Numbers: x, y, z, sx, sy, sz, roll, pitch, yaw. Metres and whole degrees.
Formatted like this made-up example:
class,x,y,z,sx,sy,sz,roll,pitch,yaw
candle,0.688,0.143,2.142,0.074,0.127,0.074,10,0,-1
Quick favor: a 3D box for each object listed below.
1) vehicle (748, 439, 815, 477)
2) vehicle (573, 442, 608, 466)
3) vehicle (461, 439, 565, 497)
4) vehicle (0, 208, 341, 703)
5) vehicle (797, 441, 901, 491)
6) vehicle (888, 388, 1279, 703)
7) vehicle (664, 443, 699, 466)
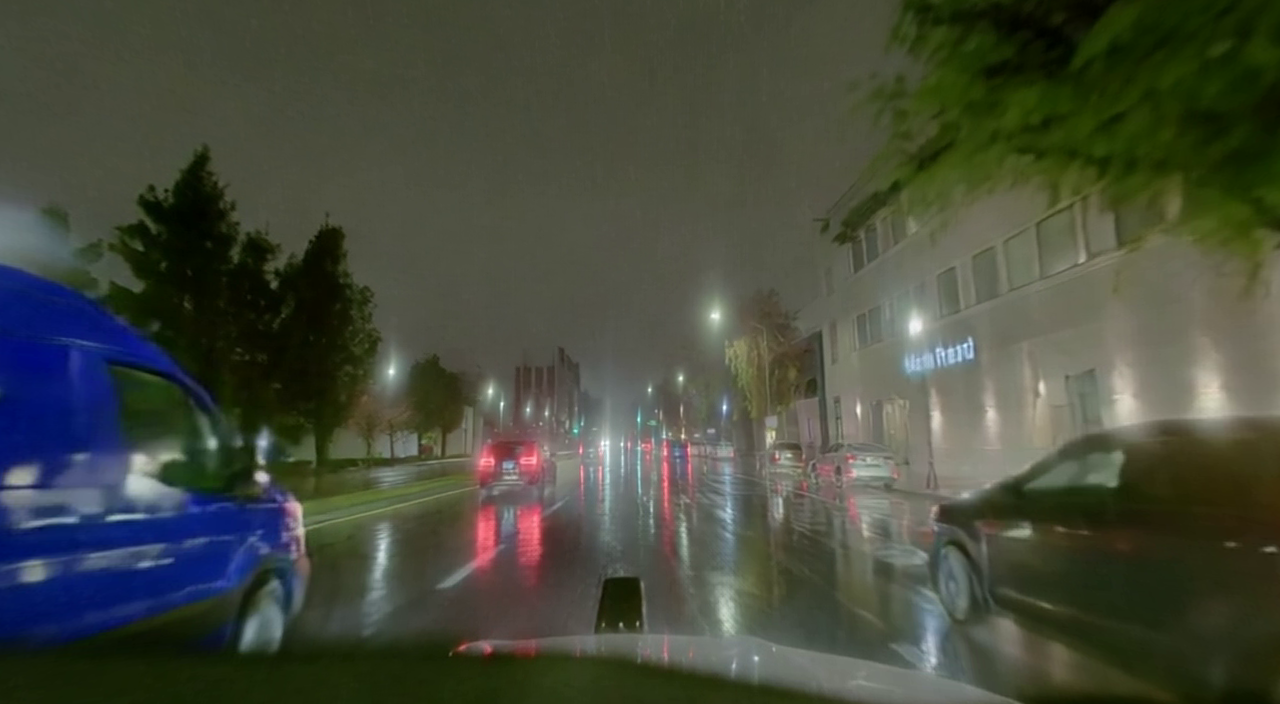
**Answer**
class,x,y,z,sx,sy,sz,roll,pitch,yaw
vehicle,6.588,4.972,29.869,1.983,1.618,4.108,0,-9,-4
vehicle,-3.604,7.532,46.934,2.145,1.694,4.642,0,-8,1
vehicle,-3.538,3.334,18.529,2.060,1.466,4.387,0,-8,1
vehicle,-3.545,0.518,1.876,2.490,2.153,5.594,0,-9,1
vehicle,6.762,3.718,20.999,1.896,1.479,4.416,0,-8,-1
vehicle,3.291,1.041,3.353,2.021,1.491,4.563,0,-8,-1
vehicle,2.736,6.918,42.806,1.961,1.482,4.538,0,-8,-1
